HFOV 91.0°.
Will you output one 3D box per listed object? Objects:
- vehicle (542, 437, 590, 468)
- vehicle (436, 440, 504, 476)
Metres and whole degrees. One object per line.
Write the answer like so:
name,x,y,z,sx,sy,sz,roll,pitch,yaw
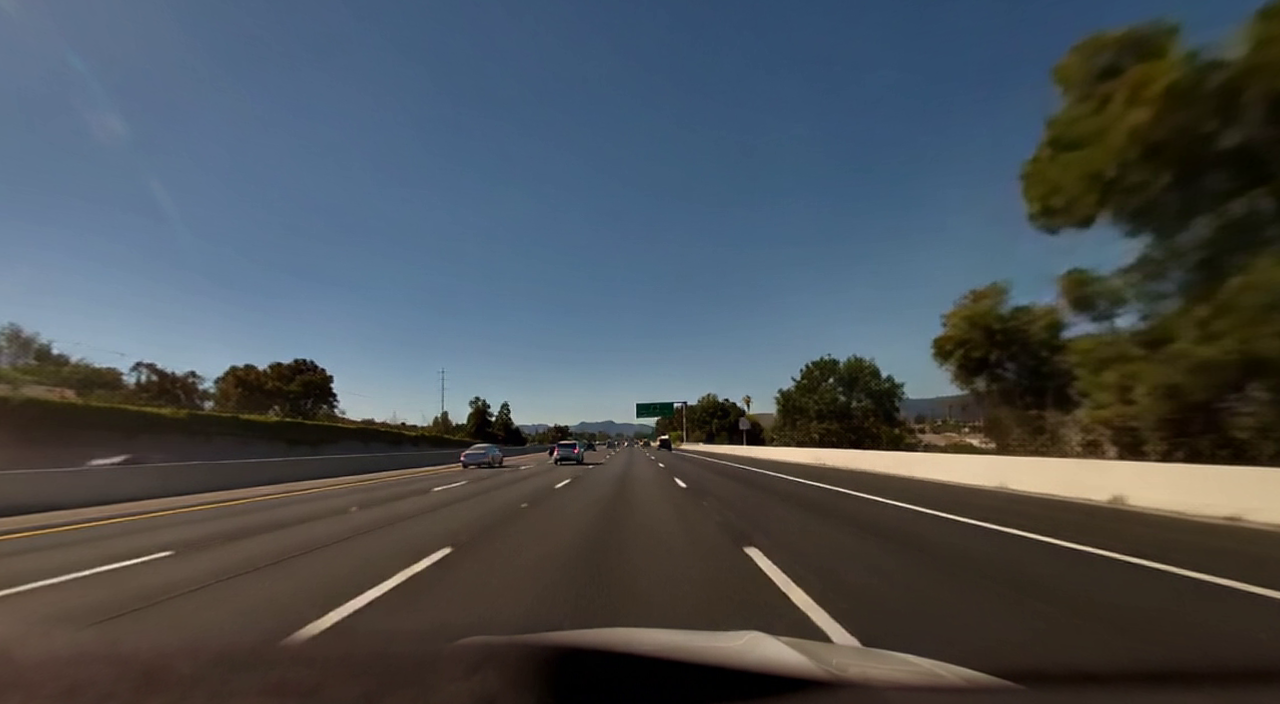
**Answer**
vehicle,-4.259,5.859,37.061,2.200,1.662,5.091,-1,-8,0
vehicle,-7.985,5.009,30.080,1.924,1.519,4.791,-1,-8,0
